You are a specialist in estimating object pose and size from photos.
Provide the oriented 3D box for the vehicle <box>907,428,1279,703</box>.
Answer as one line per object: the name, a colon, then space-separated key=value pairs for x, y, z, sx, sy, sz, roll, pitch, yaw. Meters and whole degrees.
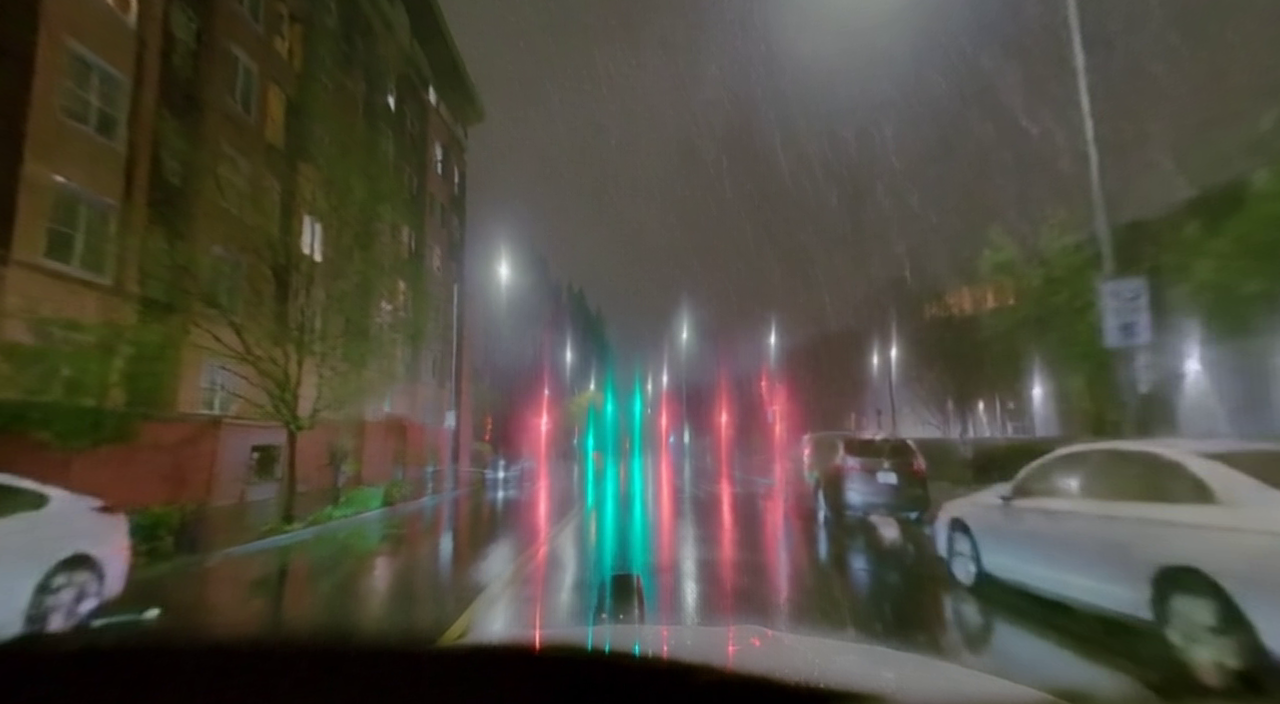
vehicle: x=4.086 y=1.344 z=4.625 sx=2.298 sy=1.458 sz=4.483 roll=0 pitch=-9 yaw=0

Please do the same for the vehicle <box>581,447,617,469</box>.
vehicle: x=-2.716 y=7.141 z=42.774 sx=2.029 sy=1.438 sz=4.313 roll=0 pitch=-9 yaw=1

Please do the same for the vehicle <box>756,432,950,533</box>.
vehicle: x=4.015 y=2.537 z=13.004 sx=2.082 sy=1.662 sz=4.753 roll=0 pitch=-9 yaw=-4

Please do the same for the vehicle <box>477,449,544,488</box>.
vehicle: x=-5.773 y=5.232 z=28.629 sx=1.947 sy=1.473 sz=4.397 roll=-4 pitch=-9 yaw=1

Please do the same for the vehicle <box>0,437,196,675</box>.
vehicle: x=-5.929 y=1.509 z=4.525 sx=2.142 sy=1.775 sz=4.428 roll=0 pitch=-9 yaw=2
